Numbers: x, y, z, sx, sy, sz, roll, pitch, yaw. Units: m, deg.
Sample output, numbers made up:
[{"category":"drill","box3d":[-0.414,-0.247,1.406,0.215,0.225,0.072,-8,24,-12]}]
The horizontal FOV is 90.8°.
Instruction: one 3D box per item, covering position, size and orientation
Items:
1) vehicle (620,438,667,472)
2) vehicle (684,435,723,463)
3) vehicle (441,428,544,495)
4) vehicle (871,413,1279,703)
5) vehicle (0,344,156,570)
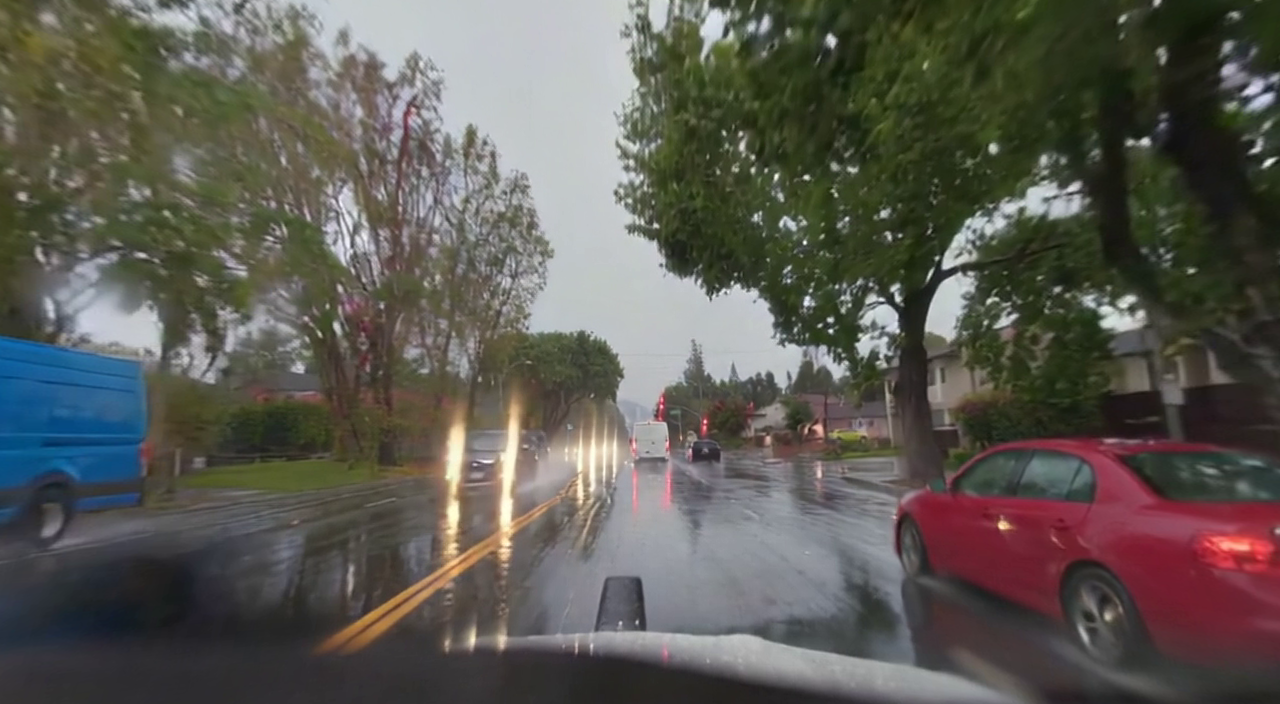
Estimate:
[{"category":"vehicle","box3d":[0.157,4.956,30.655,2.114,1.483,4.207,0,-8,0]},{"category":"vehicle","box3d":[4.328,6.693,43.761,2.187,1.847,4.553,0,-8,-1]},{"category":"vehicle","box3d":[-4.361,3.319,19.533,2.054,1.772,4.817,0,-8,-1]},{"category":"vehicle","box3d":[3.587,1.293,4.800,1.973,1.447,4.402,0,-8,0]},{"category":"vehicle","box3d":[-10.916,1.367,8.125,2.754,3.338,8.405,0,-9,-1]}]
